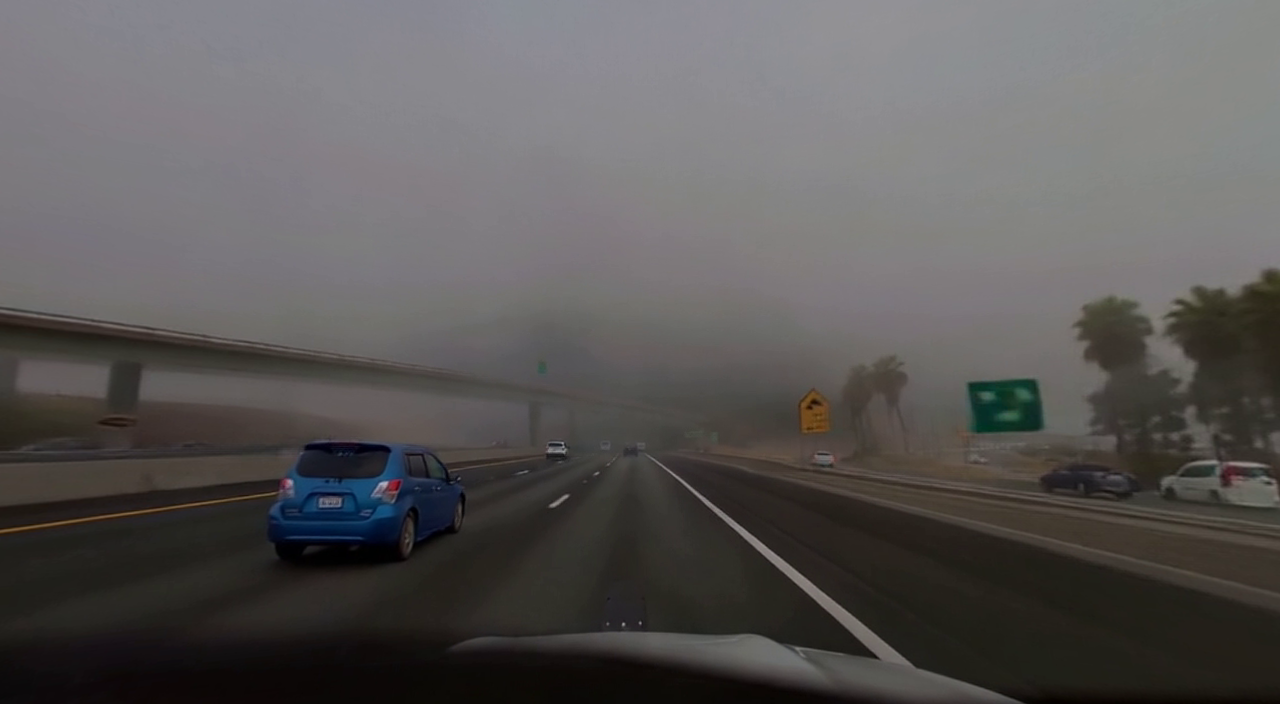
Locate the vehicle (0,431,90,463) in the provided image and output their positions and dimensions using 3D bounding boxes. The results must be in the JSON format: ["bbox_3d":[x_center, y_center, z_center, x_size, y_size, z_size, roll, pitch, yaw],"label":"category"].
[{"bbox_3d":[-36.573,5.768,38.137,2.127,1.828,4.972,1,-8,-6],"label":"vehicle"}]

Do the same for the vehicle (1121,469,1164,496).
[{"bbox_3d":[37.700,9.705,47.066,2.115,1.724,4.226,-7,-11,41],"label":"vehicle"}]

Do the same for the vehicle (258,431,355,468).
[{"bbox_3d":[-16.235,4.788,30.920,1.967,1.669,5.209,0,-8,0],"label":"vehicle"}]
